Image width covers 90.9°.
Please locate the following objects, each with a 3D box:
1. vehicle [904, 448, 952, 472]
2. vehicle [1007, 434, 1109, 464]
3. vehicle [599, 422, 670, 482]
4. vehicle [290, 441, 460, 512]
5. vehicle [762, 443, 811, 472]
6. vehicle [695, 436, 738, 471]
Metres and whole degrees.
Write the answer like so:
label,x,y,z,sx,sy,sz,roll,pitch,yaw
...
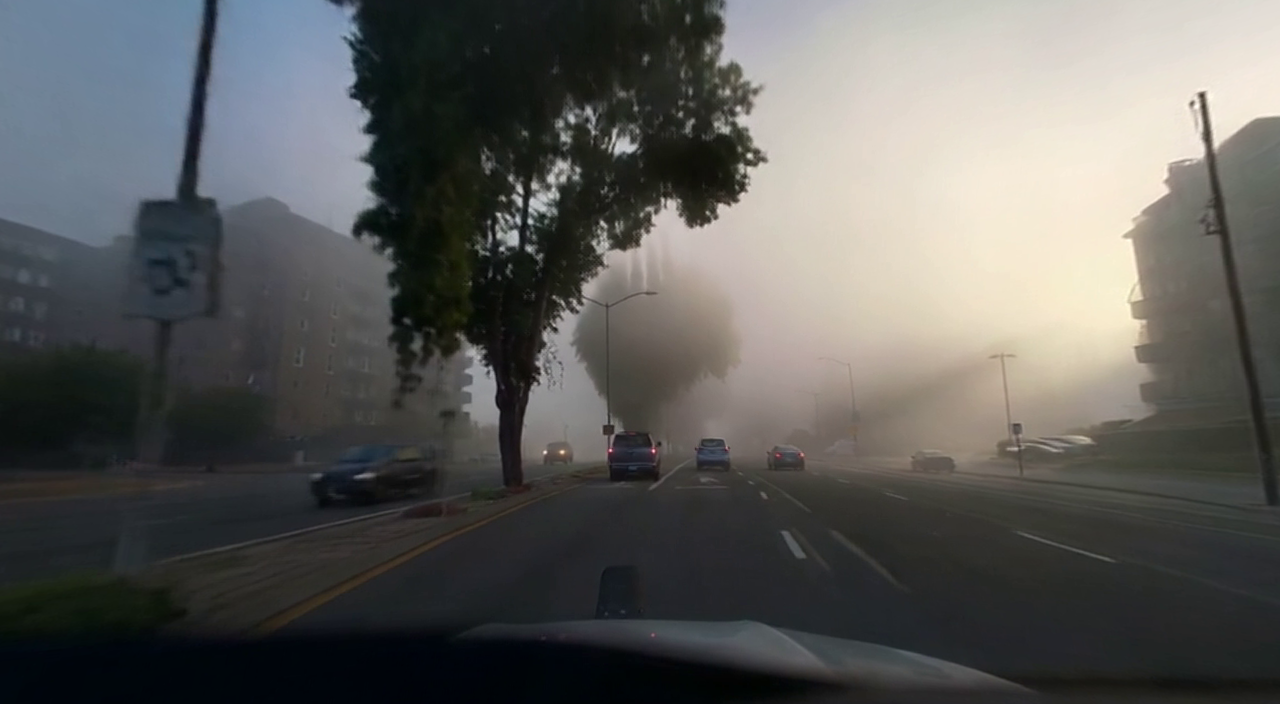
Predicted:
label,x,y,z,sx,sy,sz,roll,pitch,yaw
vehicle,18.531,6.954,40.744,1.706,1.474,3.761,-1,-9,7
vehicle,27.715,6.451,42.004,5.050,1.756,2.206,-3,-10,8
vehicle,-0.090,3.956,25.156,2.396,2.143,4.824,-1,-8,5
vehicle,-6.254,2.957,15.572,1.955,1.460,4.434,-1,-8,5
vehicle,8.287,5.982,35.994,2.075,1.486,4.316,-1,-8,5
vehicle,4.255,5.664,35.401,2.222,1.841,4.031,-1,-9,6
